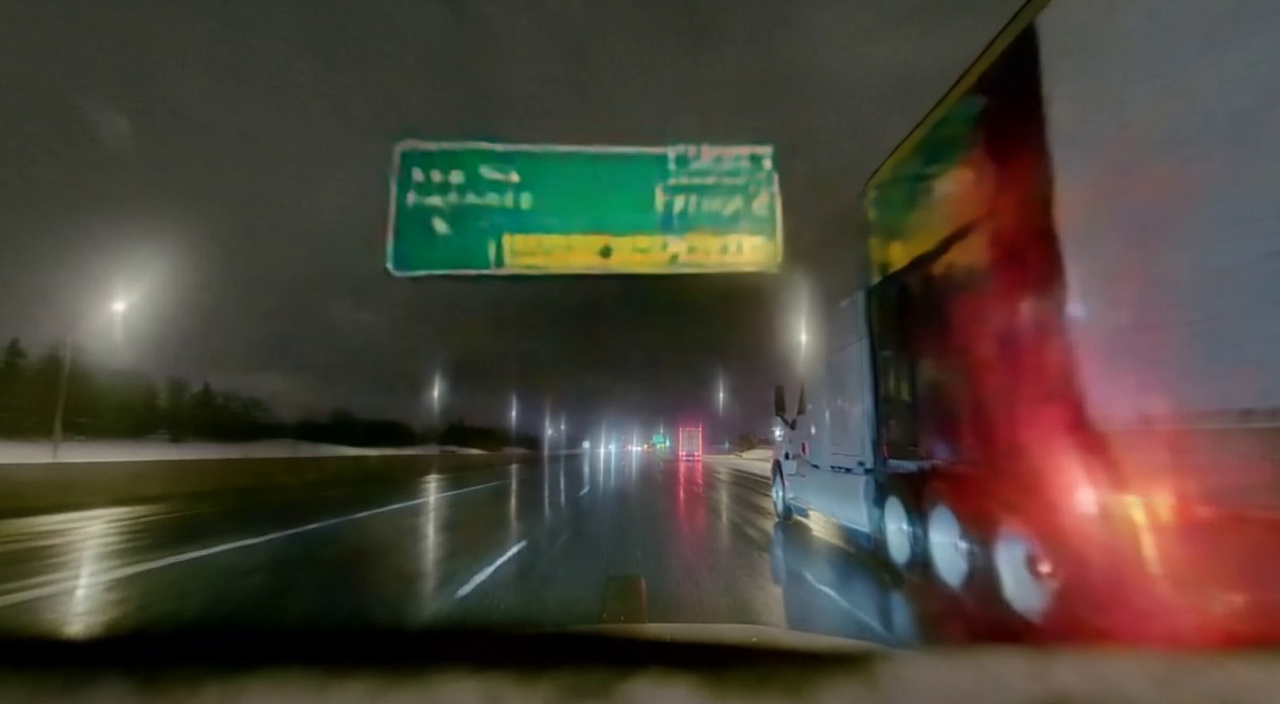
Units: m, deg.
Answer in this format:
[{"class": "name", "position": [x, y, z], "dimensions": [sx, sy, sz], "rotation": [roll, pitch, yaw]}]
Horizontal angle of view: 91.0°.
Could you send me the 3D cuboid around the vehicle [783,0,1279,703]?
[{"class": "vehicle", "position": [3.562, 0.114, 5.186], "dimensions": [2.998, 3.820, 8.356], "rotation": [0, -9, 2]}]
